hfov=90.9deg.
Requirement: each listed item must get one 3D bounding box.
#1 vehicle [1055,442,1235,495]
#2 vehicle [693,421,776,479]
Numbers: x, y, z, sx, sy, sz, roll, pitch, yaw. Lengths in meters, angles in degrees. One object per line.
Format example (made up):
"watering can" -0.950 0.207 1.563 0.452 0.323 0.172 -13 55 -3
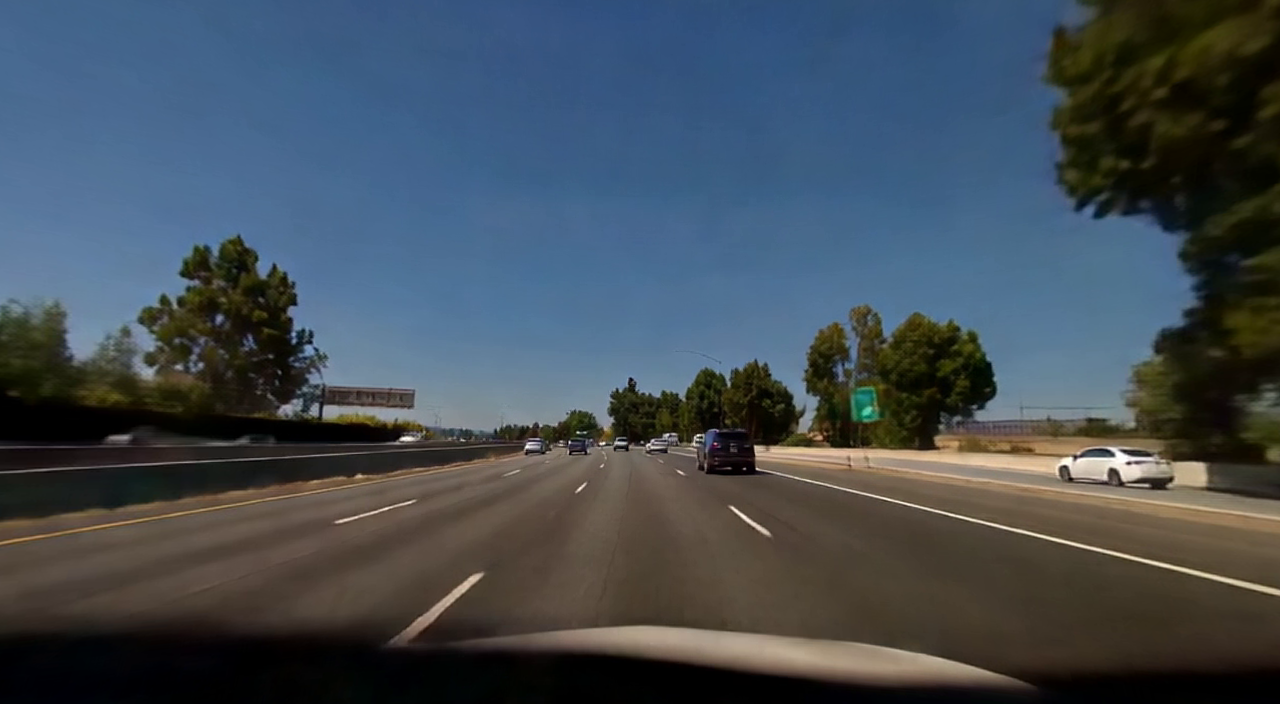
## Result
"vehicle" 17.187 3.949 21.876 2.033 1.580 4.752 1 -8 -6
"vehicle" 3.149 3.403 21.967 2.043 1.795 4.347 0 -8 -3
